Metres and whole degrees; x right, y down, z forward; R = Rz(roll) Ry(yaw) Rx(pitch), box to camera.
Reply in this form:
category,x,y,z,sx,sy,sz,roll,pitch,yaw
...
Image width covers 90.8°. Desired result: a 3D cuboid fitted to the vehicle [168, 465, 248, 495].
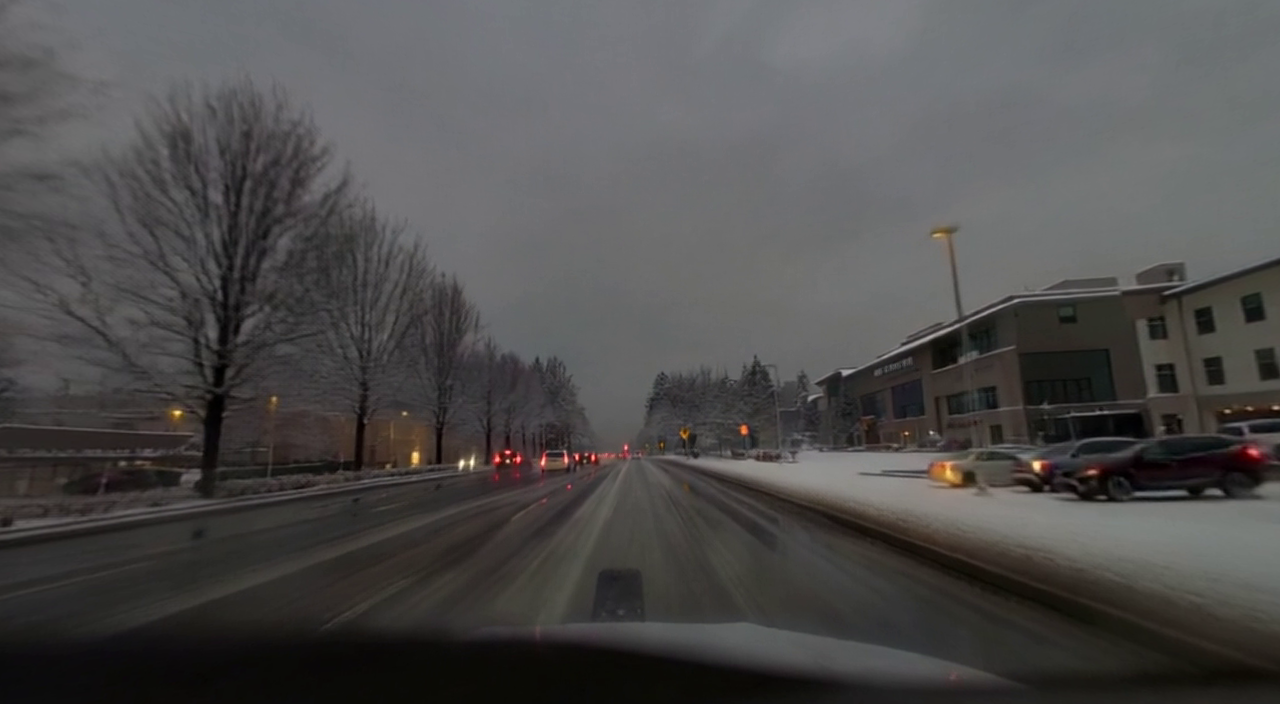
category,x,y,z,sx,sy,sz,roll,pitch,yaw
vehicle,-27.091,8.005,39.812,1.758,1.566,4.531,-4,-9,1

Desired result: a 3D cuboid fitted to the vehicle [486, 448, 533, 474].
category,x,y,z,sx,sy,sz,roll,pitch,yaw
vehicle,-8.322,6.967,40.686,1.976,1.497,4.709,0,-9,1

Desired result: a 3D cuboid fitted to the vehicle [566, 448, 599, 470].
category,x,y,z,sx,sy,sz,roll,pitch,yaw
vehicle,-4.016,7.557,44.736,1.971,1.414,4.317,0,-9,0

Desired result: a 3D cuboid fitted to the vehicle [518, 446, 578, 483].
category,x,y,z,sx,sy,sz,roll,pitch,yaw
vehicle,-4.094,5.073,28.758,2.011,1.483,4.596,-1,-9,0

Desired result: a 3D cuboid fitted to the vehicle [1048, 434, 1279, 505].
category,x,y,z,sx,sy,sz,roll,pitch,yaw
vehicle,12.860,2.830,15.447,4.313,1.596,2.028,0,-9,1
